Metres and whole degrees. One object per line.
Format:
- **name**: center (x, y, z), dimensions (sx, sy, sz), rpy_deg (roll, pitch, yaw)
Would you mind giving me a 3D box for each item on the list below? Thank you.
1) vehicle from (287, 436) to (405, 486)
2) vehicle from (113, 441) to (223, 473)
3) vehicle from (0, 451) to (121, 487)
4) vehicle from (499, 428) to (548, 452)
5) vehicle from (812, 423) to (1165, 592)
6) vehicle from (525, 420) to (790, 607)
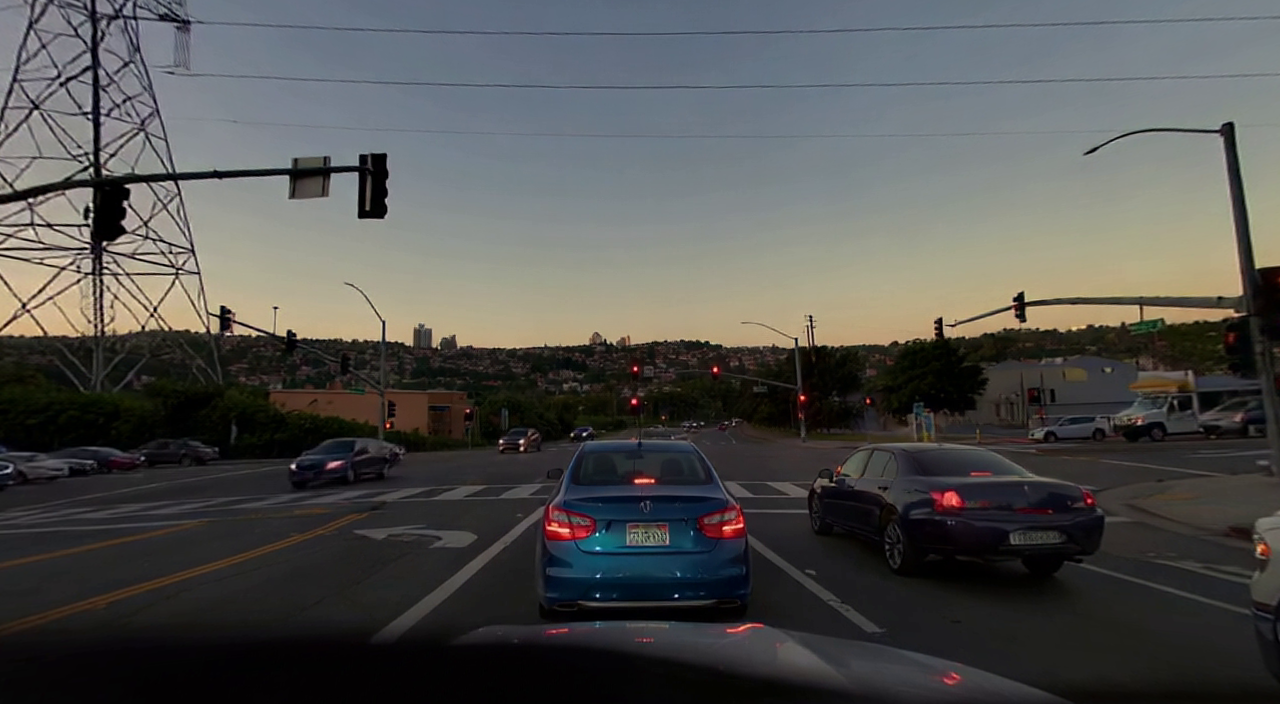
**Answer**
- **vehicle**: center (-9.870, 3.680, 21.563), dimensions (1.910, 1.537, 4.123), rpy_deg (-1, -8, 2)
- **vehicle**: center (-25.995, 5.772, 34.811), dimensions (4.417, 1.637, 1.956), rpy_deg (0, -8, -2)
- **vehicle**: center (-25.897, 5.118, 27.770), dimensions (4.263, 1.464, 1.895), rpy_deg (0, -8, -1)
- **vehicle**: center (-8.795, 6.741, 48.112), dimensions (2.269, 1.716, 5.700), rpy_deg (-1, -8, 4)
- **vehicle**: center (3.666, 1.684, 7.722), dimensions (1.835, 1.473, 4.190), rpy_deg (0, -8, -2)
- **vehicle**: center (0.125, 1.597, 7.130), dimensions (2.117, 1.474, 4.036), rpy_deg (0, -8, 0)
